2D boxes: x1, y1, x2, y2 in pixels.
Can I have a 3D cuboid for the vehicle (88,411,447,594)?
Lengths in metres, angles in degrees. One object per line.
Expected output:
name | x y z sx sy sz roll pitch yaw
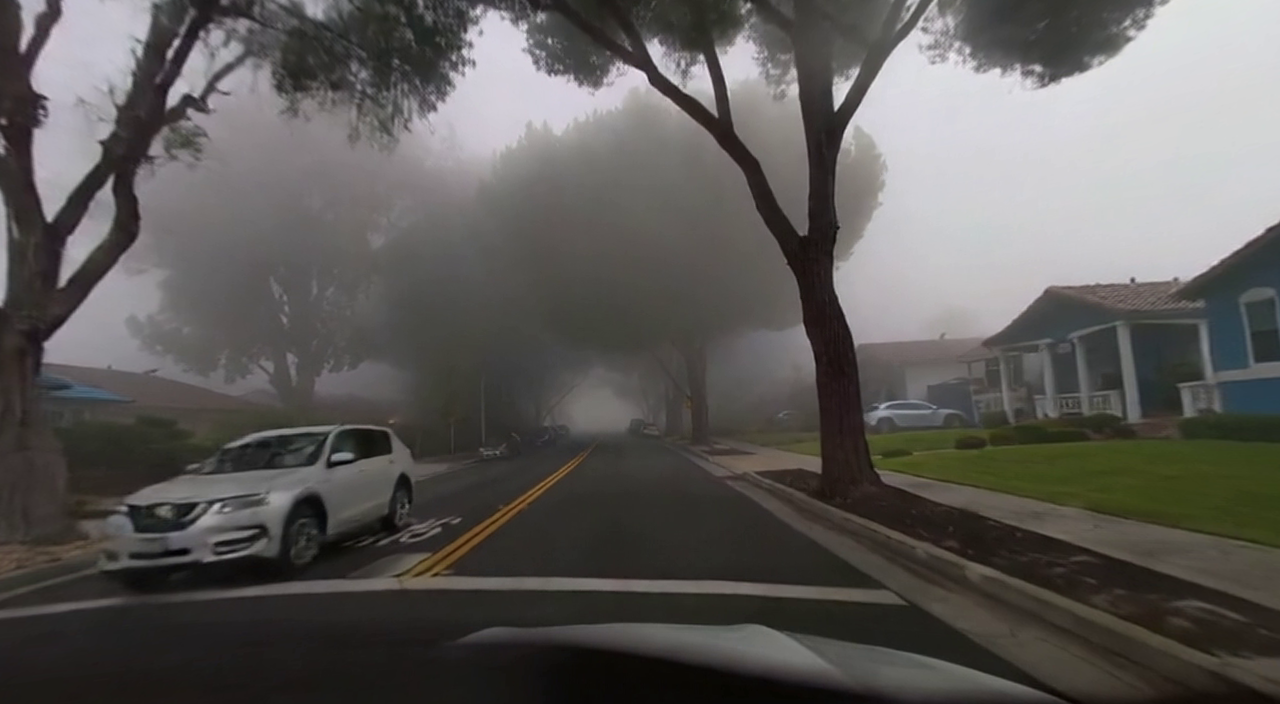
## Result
vehicle | -4.202 1.699 8.227 1.973 1.683 4.400 -1 -7 0

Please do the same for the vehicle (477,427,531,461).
vehicle | -7.126 4.844 33.624 2.031 1.662 4.194 -1 -7 -1

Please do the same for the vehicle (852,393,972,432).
vehicle | 11.910 2.710 27.944 4.389 1.480 2.038 -3 -7 8

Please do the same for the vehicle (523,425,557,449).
vehicle | -7.528 6.423 48.012 2.033 1.721 4.328 -1 -7 -2

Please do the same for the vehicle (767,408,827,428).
vehicle | 12.160 5.159 49.052 4.370 1.433 1.889 -3 -8 11
